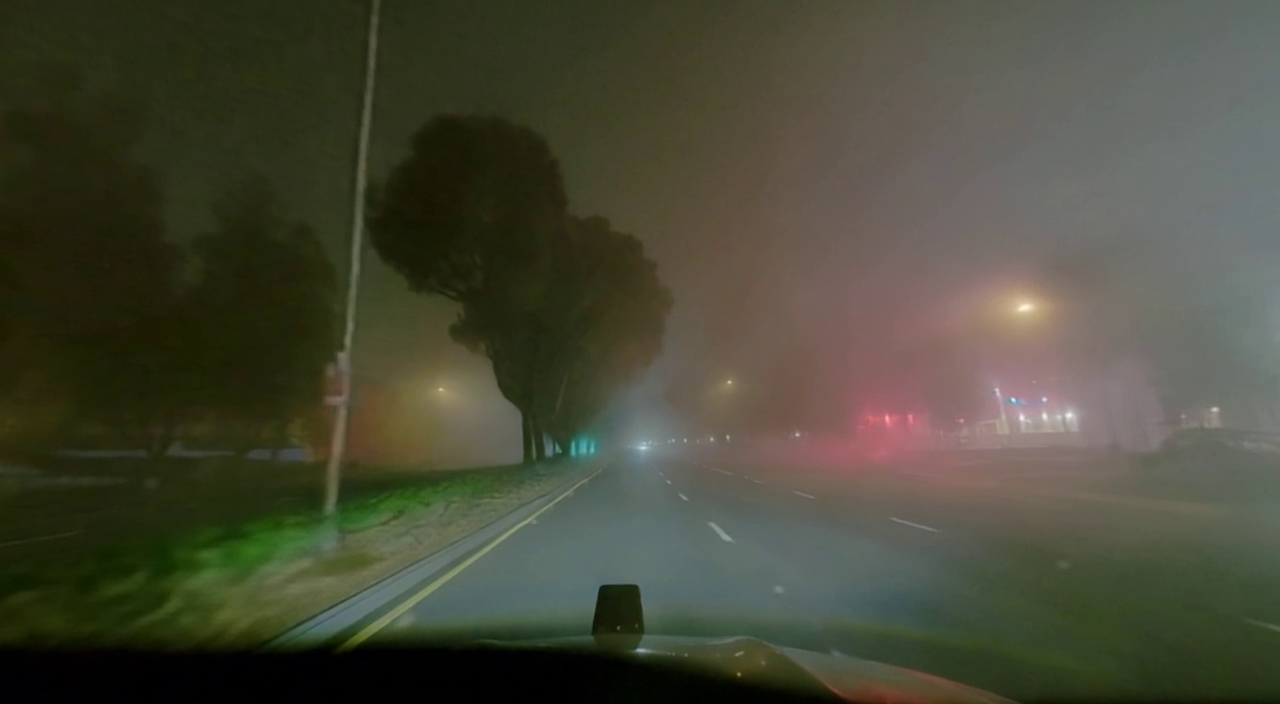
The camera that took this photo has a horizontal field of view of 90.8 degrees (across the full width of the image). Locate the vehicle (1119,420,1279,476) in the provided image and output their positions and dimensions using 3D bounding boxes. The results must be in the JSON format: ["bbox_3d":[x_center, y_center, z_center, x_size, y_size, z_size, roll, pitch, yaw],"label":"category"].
[{"bbox_3d":[16.933,2.775,18.285,4.505,1.498,2.068,0,-8,-3],"label":"vehicle"}]

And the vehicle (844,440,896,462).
[{"bbox_3d":[16.274,6.966,44.566,1.930,1.449,4.473,-7,-11,40],"label":"vehicle"}]
